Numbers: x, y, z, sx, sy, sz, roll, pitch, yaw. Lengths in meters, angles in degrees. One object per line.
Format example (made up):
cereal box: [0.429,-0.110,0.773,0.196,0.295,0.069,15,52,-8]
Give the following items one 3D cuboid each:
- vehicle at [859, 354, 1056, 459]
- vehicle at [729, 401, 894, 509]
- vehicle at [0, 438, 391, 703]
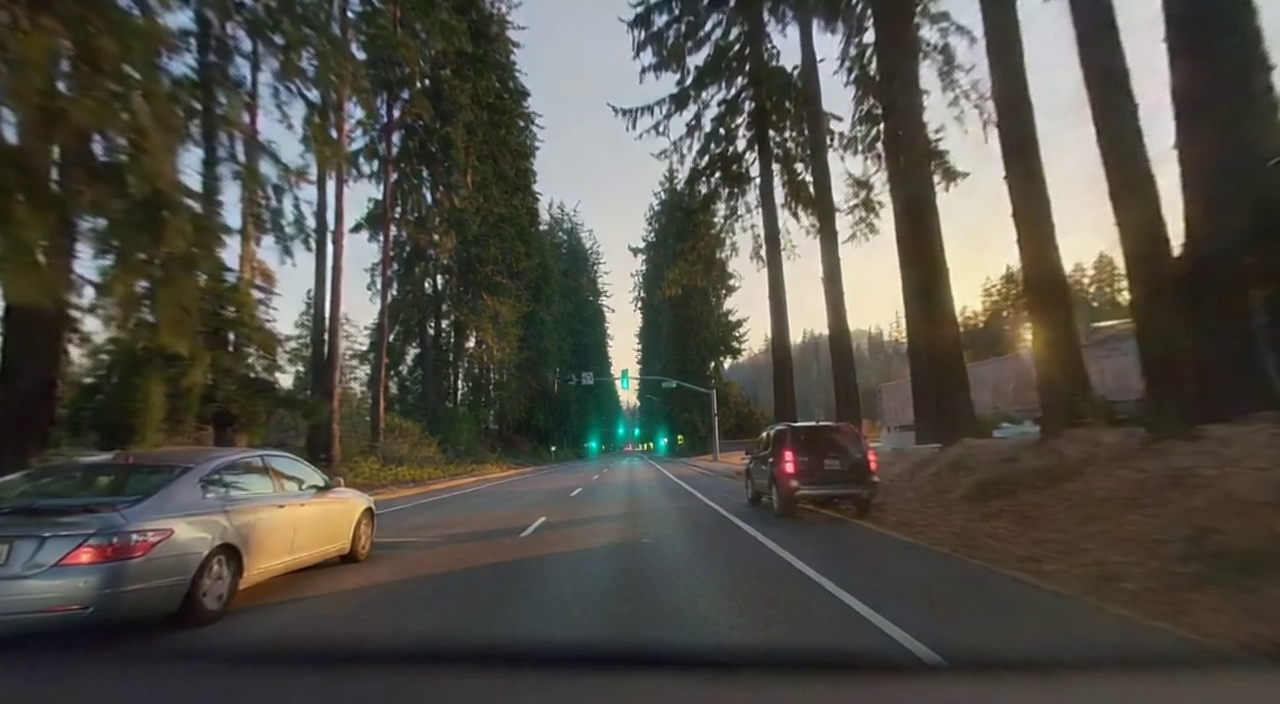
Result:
vehicle: [13.685,2.868,29.178,2.862,3.816,12.219,-1,-8,1]
vehicle: [4.334,2.814,17.675,2.554,2.388,6.973,0,-8,-1]
vehicle: [-3.940,1.484,5.348,1.946,1.437,4.154,0,-8,0]
